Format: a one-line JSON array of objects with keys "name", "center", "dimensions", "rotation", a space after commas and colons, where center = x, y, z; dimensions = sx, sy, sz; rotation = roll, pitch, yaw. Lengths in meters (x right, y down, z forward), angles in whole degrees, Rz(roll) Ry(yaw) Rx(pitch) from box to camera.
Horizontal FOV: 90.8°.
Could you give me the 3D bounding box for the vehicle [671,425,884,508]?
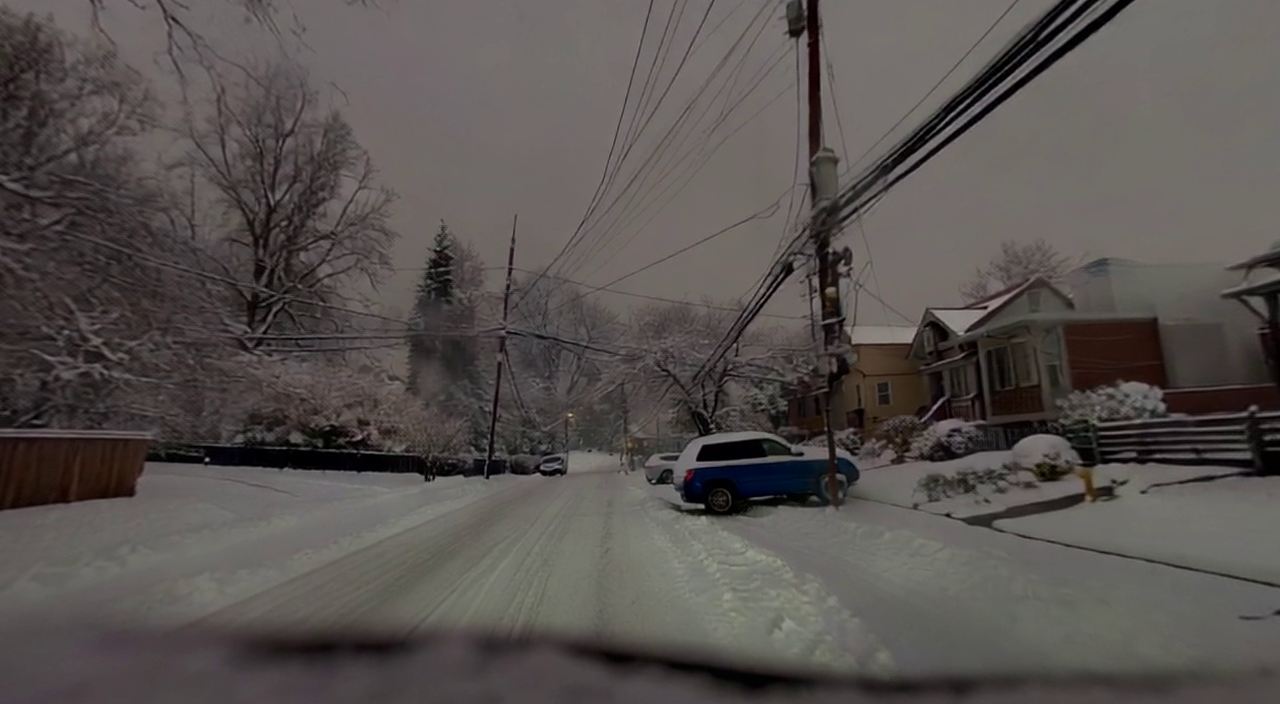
[{"name": "vehicle", "center": [3.053, 2.587, 14.580], "dimensions": [4.413, 1.728, 1.869], "rotation": [2, -7, -7]}]
